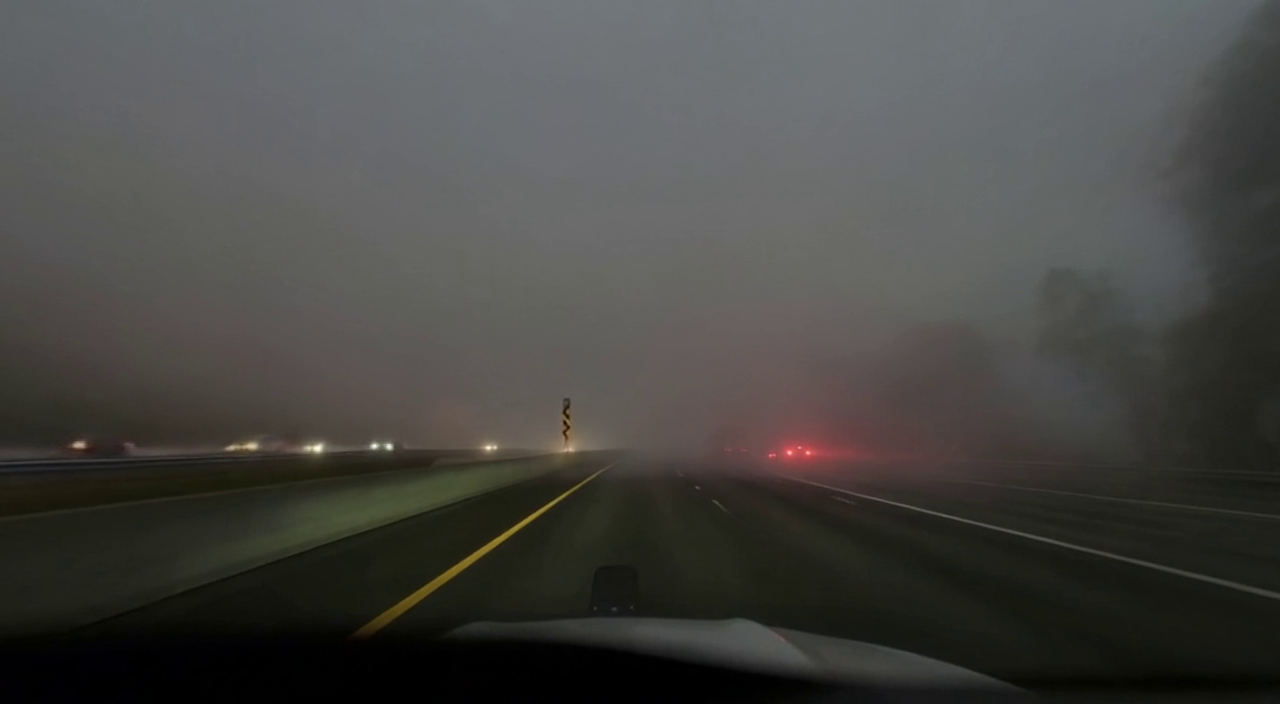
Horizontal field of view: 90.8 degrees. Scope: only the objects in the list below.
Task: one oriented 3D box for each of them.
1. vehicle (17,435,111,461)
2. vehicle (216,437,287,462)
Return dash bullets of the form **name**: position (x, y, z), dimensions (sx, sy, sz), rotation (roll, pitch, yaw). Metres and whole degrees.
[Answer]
- **vehicle**: position (-40.616, 6.787, 44.738), dimensions (2.007, 1.672, 4.834), rotation (0, -8, 2)
- **vehicle**: position (-29.252, 7.360, 47.802), dimensions (2.064, 1.782, 5.006), rotation (0, -8, 1)
